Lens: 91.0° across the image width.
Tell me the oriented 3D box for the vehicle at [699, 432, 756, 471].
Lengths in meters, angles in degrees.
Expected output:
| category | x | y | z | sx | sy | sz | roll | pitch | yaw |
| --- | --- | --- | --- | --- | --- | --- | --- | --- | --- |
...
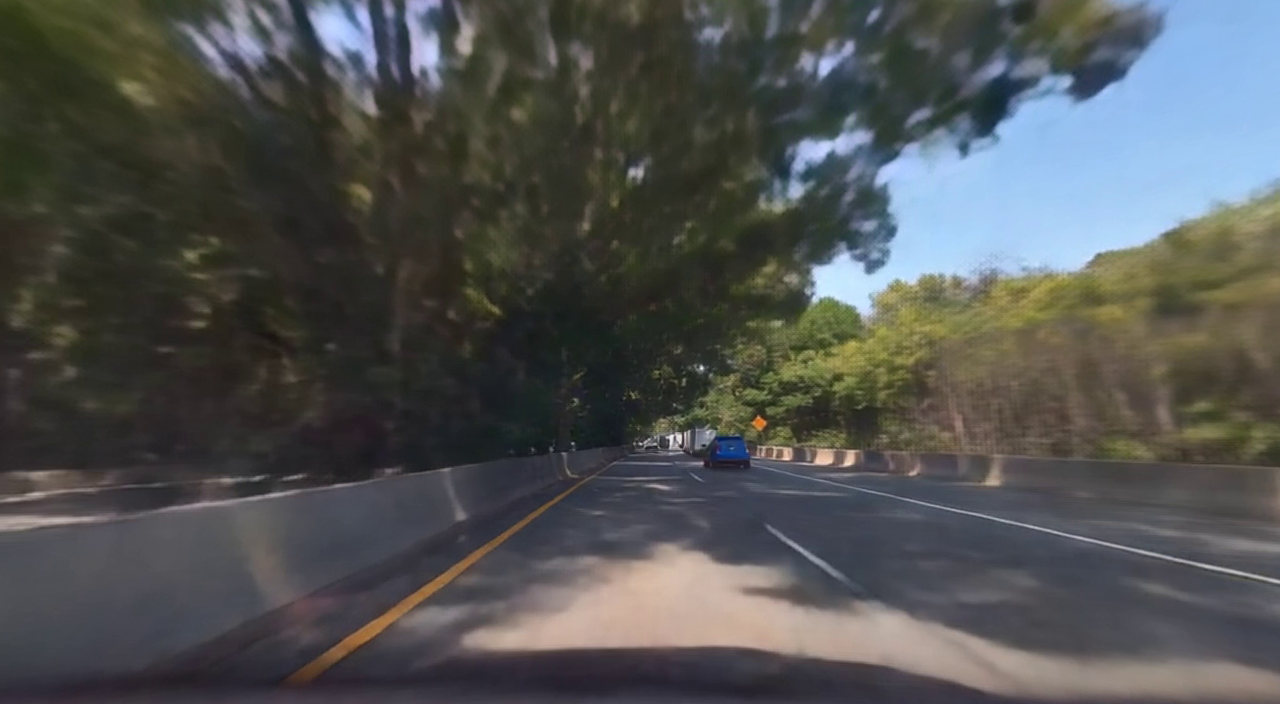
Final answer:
| category | x | y | z | sx | sy | sz | roll | pitch | yaw |
| --- | --- | --- | --- | --- | --- | --- | --- | --- | --- |
| vehicle | 3.987 | 4.612 | 29.335 | 2.022 | 1.663 | 4.245 | 0 | -8 | 0 |
